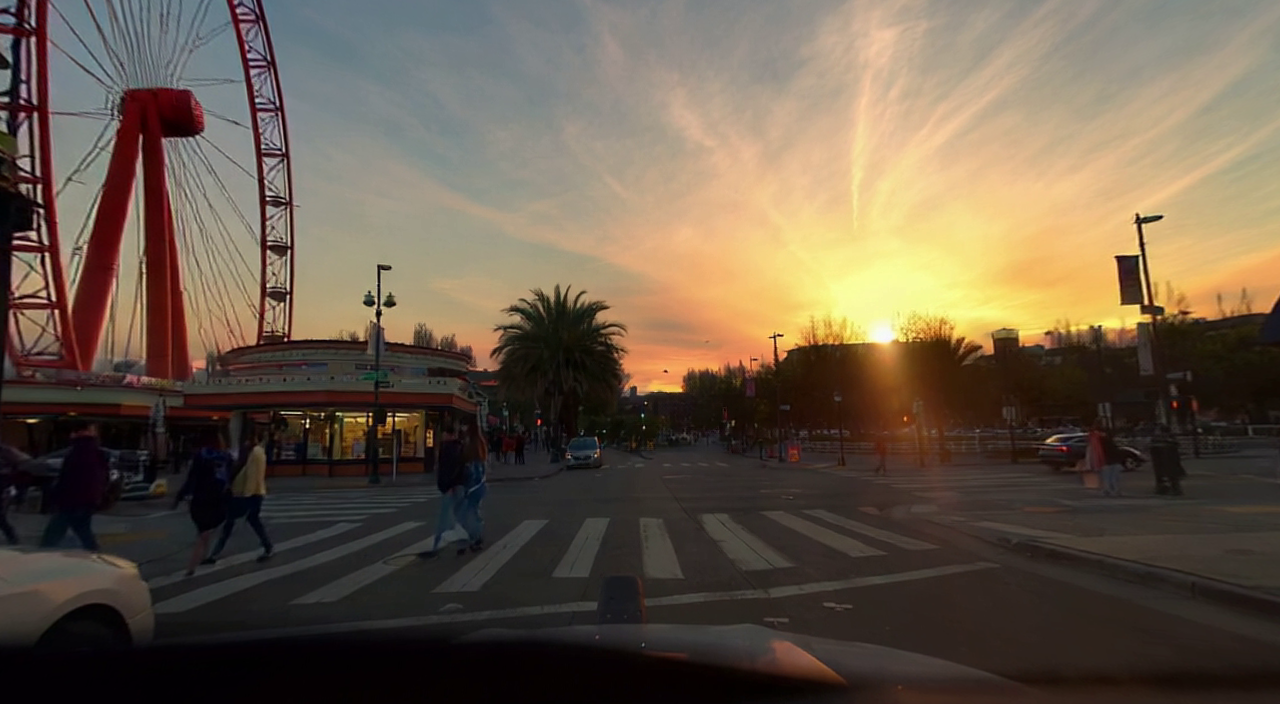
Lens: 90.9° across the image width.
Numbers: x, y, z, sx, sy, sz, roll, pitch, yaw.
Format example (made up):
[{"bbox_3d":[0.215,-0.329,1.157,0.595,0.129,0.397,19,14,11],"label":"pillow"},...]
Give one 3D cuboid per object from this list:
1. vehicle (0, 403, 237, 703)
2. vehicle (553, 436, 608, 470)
[{"bbox_3d":[-3.370,0.784,1.187,1.940,1.505,4.676,-1,-9,3],"label":"vehicle"},{"bbox_3d":[-3.915,6.413,40.242,2.549,2.000,5.699,2,-9,-15],"label":"vehicle"}]
